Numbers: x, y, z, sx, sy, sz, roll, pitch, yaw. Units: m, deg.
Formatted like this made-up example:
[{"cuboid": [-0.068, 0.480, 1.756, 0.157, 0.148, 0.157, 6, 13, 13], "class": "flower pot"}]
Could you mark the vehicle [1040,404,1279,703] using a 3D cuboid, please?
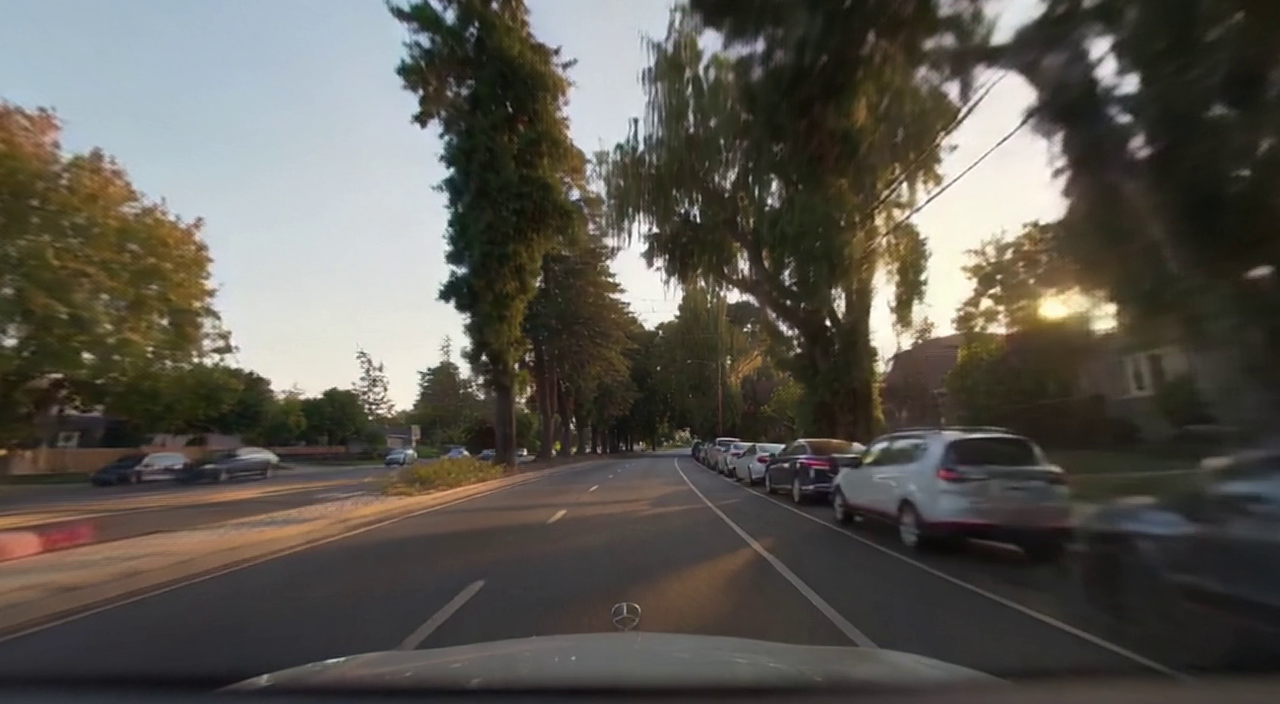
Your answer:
[{"cuboid": [4.216, 0.979, 2.838, 1.899, 1.529, 4.406, 0, -9, -1], "class": "vehicle"}]

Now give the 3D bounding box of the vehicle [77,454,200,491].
[{"cuboid": [-23.348, 5.589, 29.695, 1.931, 1.500, 4.688, 0, -9, 0], "class": "vehicle"}]

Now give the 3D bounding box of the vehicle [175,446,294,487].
[{"cuboid": [-16.398, 4.618, 25.859, 1.973, 1.522, 4.188, 0, -9, 2], "class": "vehicle"}]

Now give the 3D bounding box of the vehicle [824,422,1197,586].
[{"cuboid": [4.199, 1.796, 8.403, 2.023, 1.529, 4.771, 0, -9, -1], "class": "vehicle"}]
